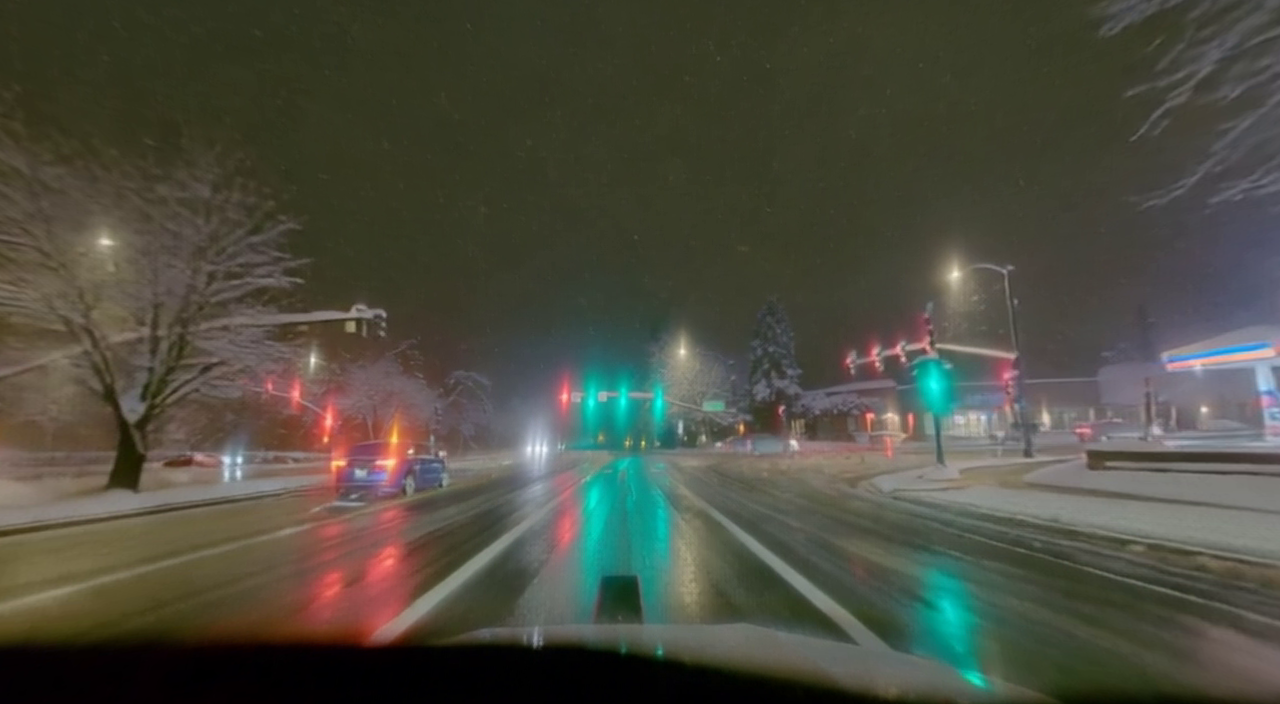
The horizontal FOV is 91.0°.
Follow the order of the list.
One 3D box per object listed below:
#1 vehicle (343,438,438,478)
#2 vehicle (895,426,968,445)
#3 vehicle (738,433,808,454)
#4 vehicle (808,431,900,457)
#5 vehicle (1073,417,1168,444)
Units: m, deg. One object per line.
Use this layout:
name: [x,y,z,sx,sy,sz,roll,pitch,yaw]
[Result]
vehicle: [-9.975,4.273,25.642,1.899,1.460,4.880,0,-8,0]
vehicle: [22.716,6.540,49.142,4.696,1.483,1.898,0,-8,2]
vehicle: [9.447,6.540,44.907,4.647,1.428,1.825,-1,-8,4]
vehicle: [12.856,5.582,38.020,4.885,1.503,1.845,-1,-8,3]
vehicle: [33.352,5.480,43.775,4.864,1.566,1.807,-4,-9,3]
